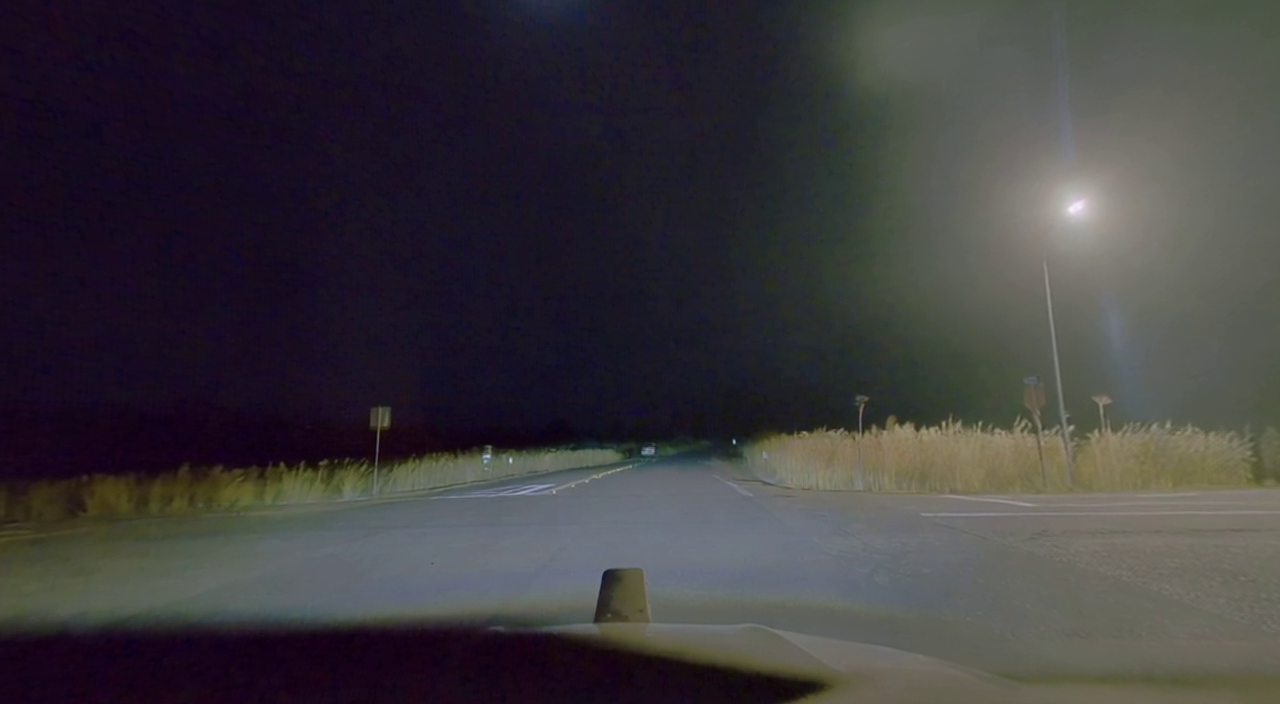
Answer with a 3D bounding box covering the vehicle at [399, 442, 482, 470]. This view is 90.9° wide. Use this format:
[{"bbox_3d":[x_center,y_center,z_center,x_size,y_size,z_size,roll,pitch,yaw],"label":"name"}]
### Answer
[{"bbox_3d":[-12.686,6.626,40.227,4.590,1.735,1.973,-1,-9,3],"label":"vehicle"}]
